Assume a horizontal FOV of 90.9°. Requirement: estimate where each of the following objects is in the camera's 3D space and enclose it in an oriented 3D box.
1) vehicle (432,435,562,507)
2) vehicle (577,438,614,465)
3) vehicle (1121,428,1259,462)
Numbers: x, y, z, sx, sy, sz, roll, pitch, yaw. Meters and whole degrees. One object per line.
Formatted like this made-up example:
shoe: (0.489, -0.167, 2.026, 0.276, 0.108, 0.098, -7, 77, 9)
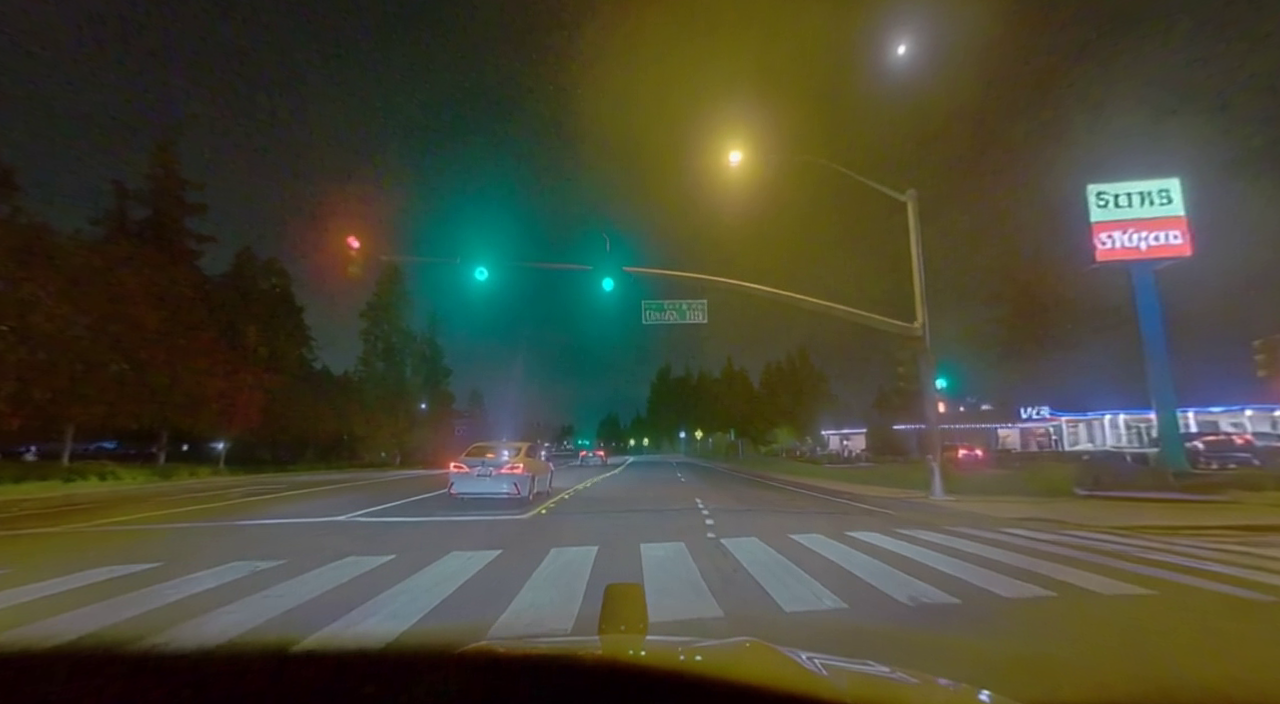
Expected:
vehicle: (-3.266, 2.806, 15.397, 2.018, 1.477, 4.401, 0, -8, 2)
vehicle: (-2.966, 6.707, 42.549, 2.109, 1.692, 4.220, 0, -8, 1)
vehicle: (33.263, 5.664, 38.365, 2.079, 1.837, 5.802, 5, -10, -30)
